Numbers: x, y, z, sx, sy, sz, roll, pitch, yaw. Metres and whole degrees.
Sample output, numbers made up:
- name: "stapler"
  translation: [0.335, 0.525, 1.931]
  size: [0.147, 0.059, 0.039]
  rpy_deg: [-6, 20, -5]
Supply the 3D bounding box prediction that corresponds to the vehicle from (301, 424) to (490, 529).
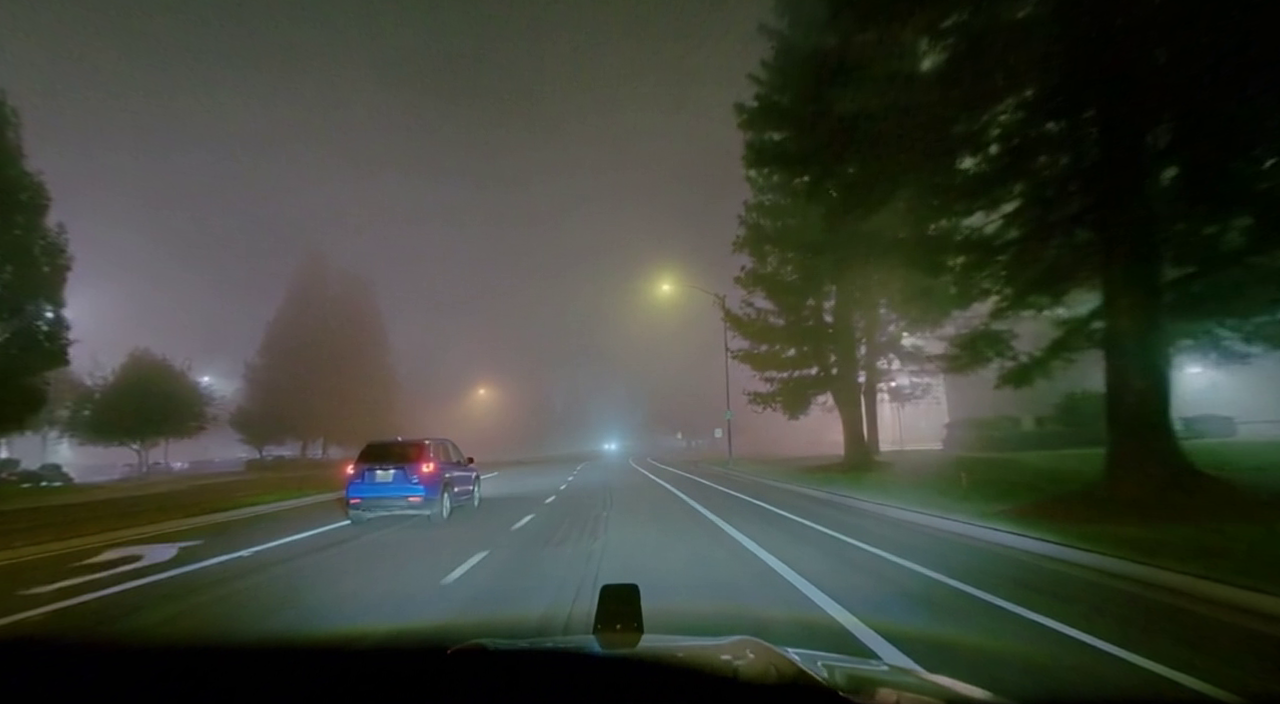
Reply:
- name: "vehicle"
  translation: [-4.596, 2.410, 12.775]
  size: [2.121, 1.724, 4.392]
  rpy_deg: [0, -9, -1]
